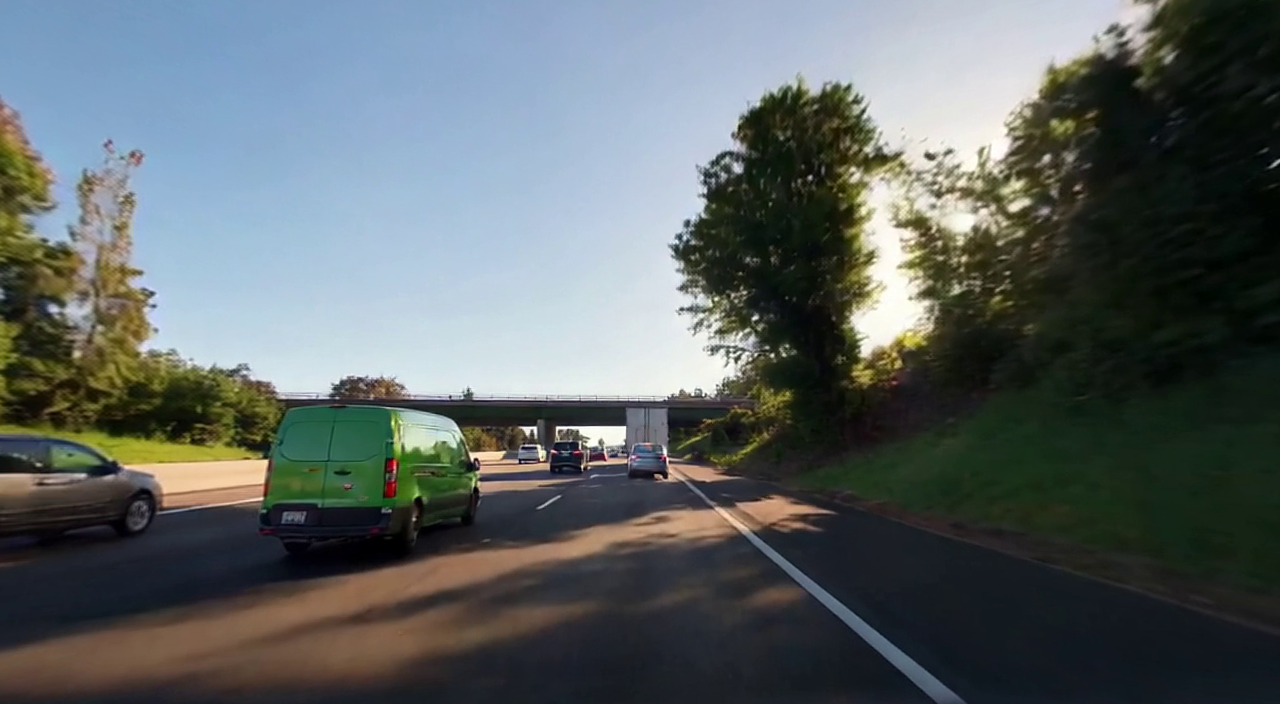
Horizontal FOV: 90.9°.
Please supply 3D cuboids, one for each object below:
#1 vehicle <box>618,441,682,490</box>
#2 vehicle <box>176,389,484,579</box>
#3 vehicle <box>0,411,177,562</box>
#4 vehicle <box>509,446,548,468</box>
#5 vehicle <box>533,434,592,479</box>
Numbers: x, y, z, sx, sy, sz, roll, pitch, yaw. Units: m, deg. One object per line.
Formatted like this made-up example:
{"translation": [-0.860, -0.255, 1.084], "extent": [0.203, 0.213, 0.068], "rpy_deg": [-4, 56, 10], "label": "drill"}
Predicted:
{"translation": [0.317, 3.829, 21.549], "extent": [1.991, 1.507, 3.391], "rpy_deg": [0, -9, 0], "label": "vehicle"}
{"translation": [-3.580, 1.609, 8.311], "extent": [1.951, 1.882, 3.979], "rpy_deg": [0, -9, 1], "label": "vehicle"}
{"translation": [-8.250, 1.586, 7.551], "extent": [2.093, 1.675, 4.233], "rpy_deg": [0, -9, 0], "label": "vehicle"}
{"translation": [-7.772, 7.326, 44.112], "extent": [1.886, 1.414, 4.028], "rpy_deg": [0, -9, 1], "label": "vehicle"}
{"translation": [-3.433, 4.733, 28.754], "extent": [2.068, 1.862, 4.234], "rpy_deg": [0, -9, 1], "label": "vehicle"}
